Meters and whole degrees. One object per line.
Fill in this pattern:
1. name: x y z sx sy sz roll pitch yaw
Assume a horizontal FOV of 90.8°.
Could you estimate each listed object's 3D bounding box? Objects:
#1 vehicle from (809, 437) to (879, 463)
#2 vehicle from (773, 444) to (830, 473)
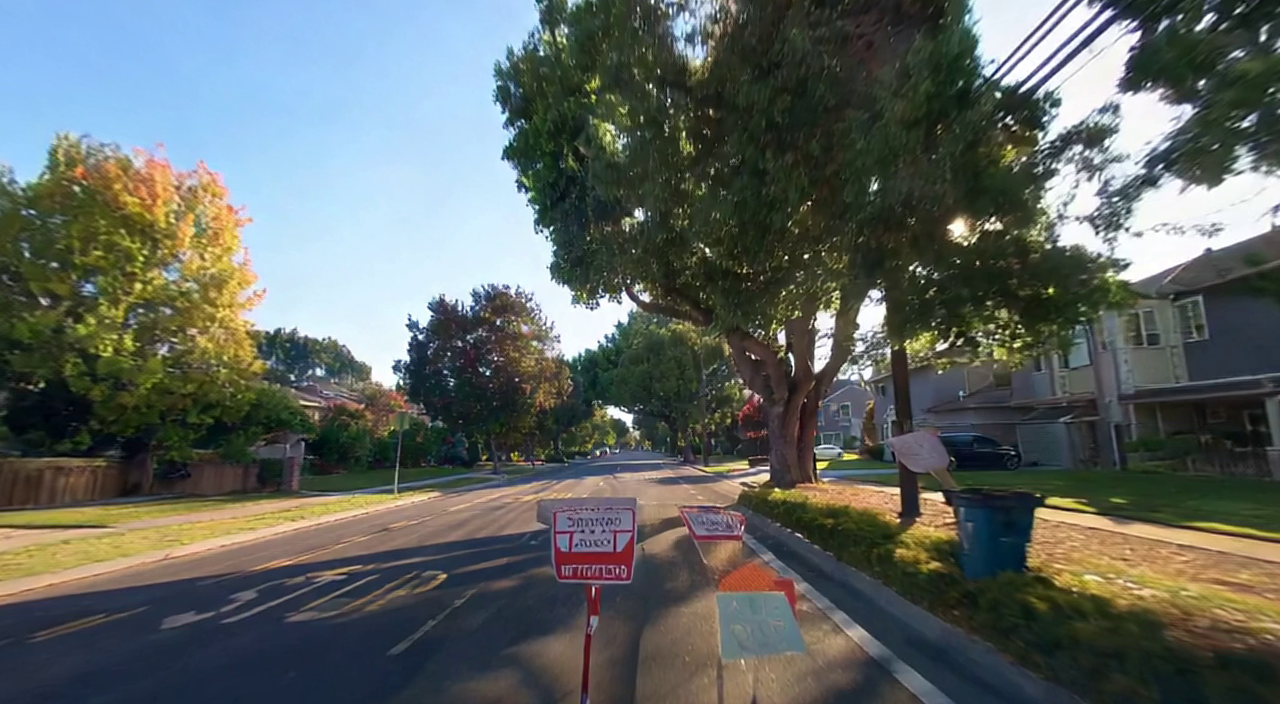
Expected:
1. vehicle: 14.912 7.238 46.389 4.376 1.488 1.962 -4 -11 1
2. vehicle: 8.903 5.891 35.243 1.811 1.491 4.407 0 -9 -3
